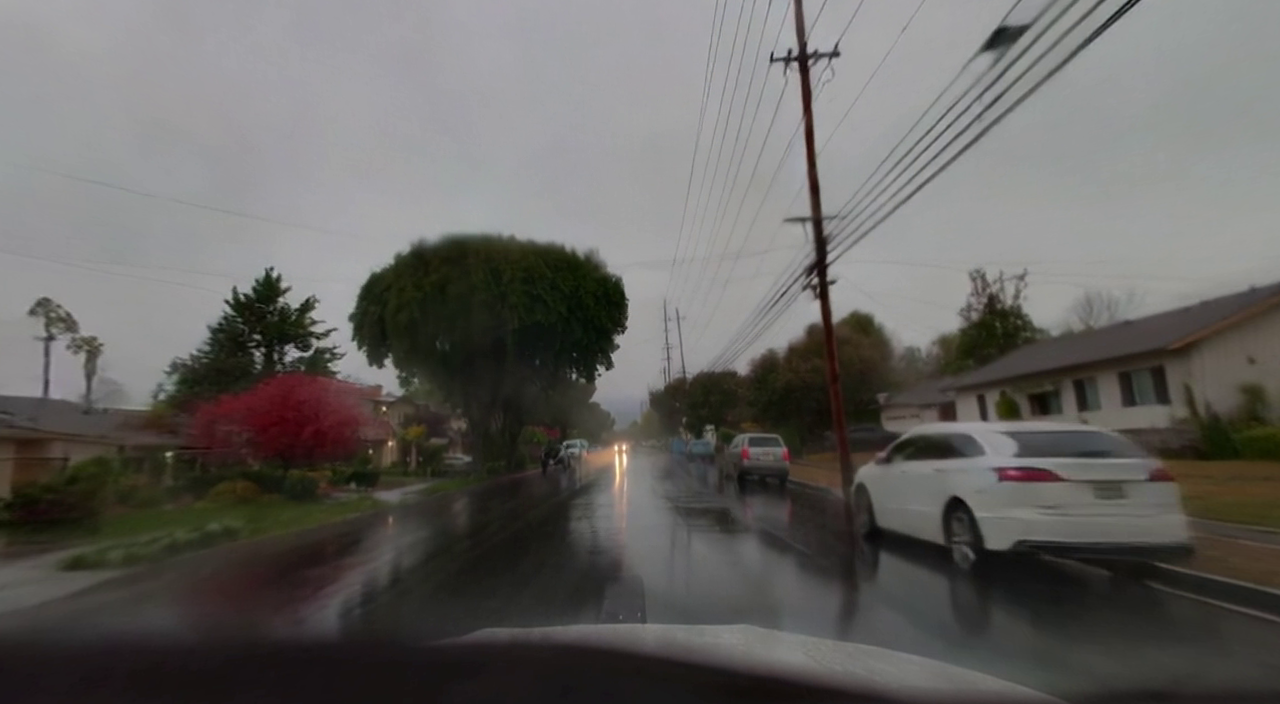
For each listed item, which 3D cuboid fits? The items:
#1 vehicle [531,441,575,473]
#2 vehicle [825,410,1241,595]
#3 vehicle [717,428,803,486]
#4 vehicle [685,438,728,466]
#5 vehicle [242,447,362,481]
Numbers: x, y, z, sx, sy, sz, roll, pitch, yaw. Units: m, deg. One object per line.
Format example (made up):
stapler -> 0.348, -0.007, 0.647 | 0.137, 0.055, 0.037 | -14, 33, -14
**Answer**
vehicle -> -5.790, 6.986, 42.428 | 2.213, 1.786, 4.674 | -6, -8, -1
vehicle -> 4.002, 1.616, 7.701 | 2.016, 1.544, 4.645 | 0, -9, -1
vehicle -> 3.972, 3.585, 21.805 | 2.105, 1.755, 4.749 | 0, -9, 1
vehicle -> 4.006, 6.133, 38.849 | 2.040, 1.640, 4.153 | 0, -9, -3
vehicle -> -19.615, 6.511, 36.859 | 5.746, 1.830, 2.162 | 0, -8, -2
